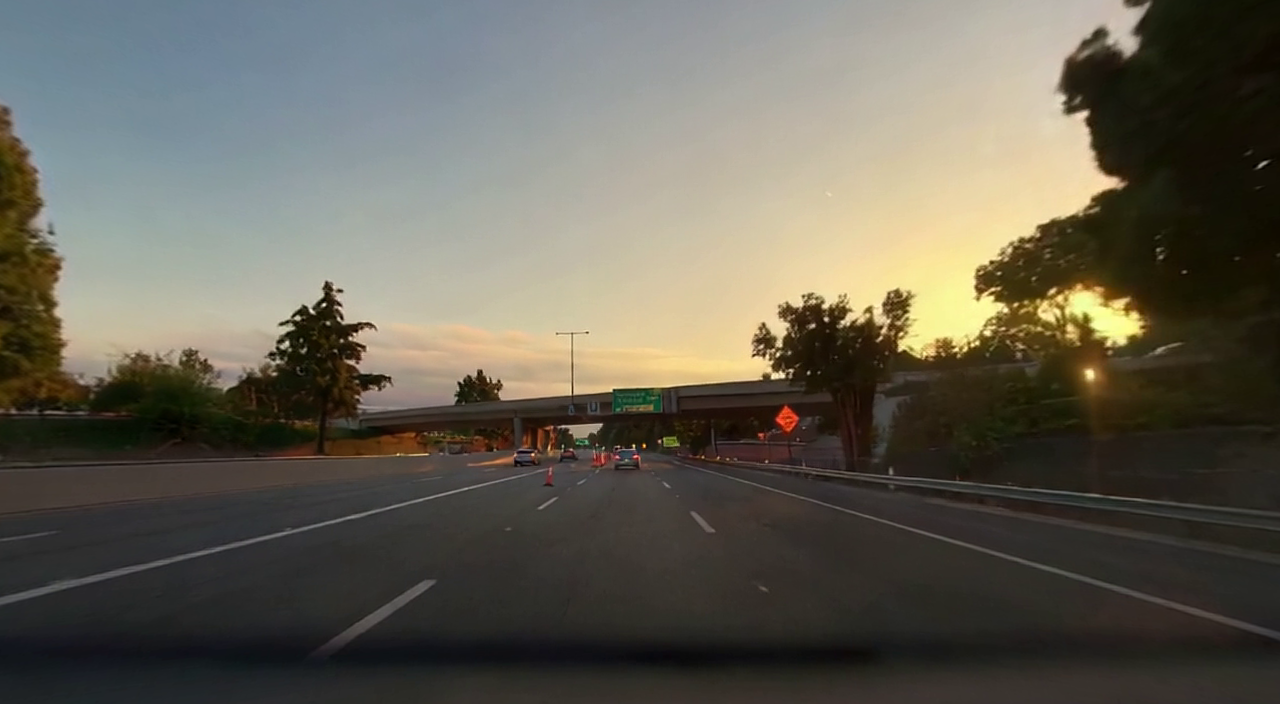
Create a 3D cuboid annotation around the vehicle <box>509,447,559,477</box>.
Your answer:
[{"bbox_3d":[-5.657,5.899,34.164,1.997,1.507,4.248,0,-9,-1],"label":"vehicle"}]

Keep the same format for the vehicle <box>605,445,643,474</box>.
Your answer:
[{"bbox_3d":[-0.920,6.312,37.262,2.109,1.638,3.856,0,-9,-1],"label":"vehicle"}]
